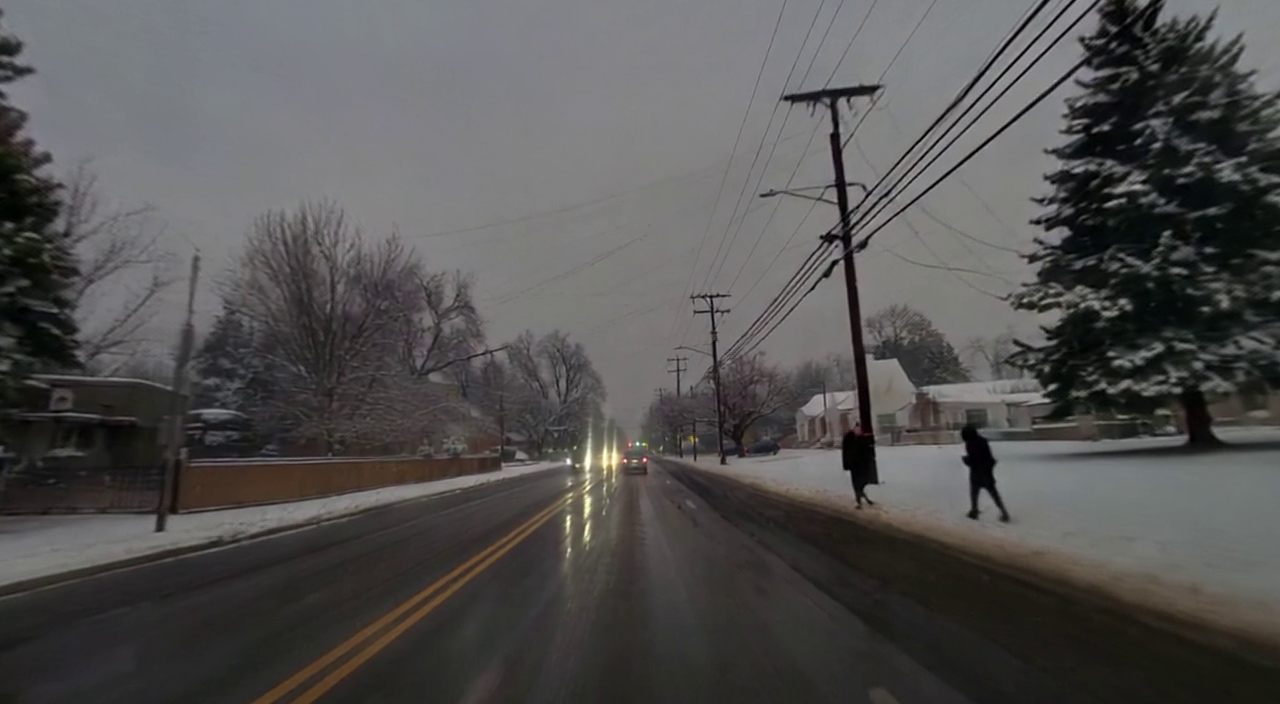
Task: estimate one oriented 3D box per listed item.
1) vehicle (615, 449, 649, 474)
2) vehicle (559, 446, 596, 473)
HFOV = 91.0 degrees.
[{"bbox_3d":[-0.518,6.929,40.105,2.093,1.497,4.010,0,-9,-1],"label":"vehicle"},{"bbox_3d":[-4.688,8.158,47.828,2.212,1.906,4.958,-1,-9,2],"label":"vehicle"}]
